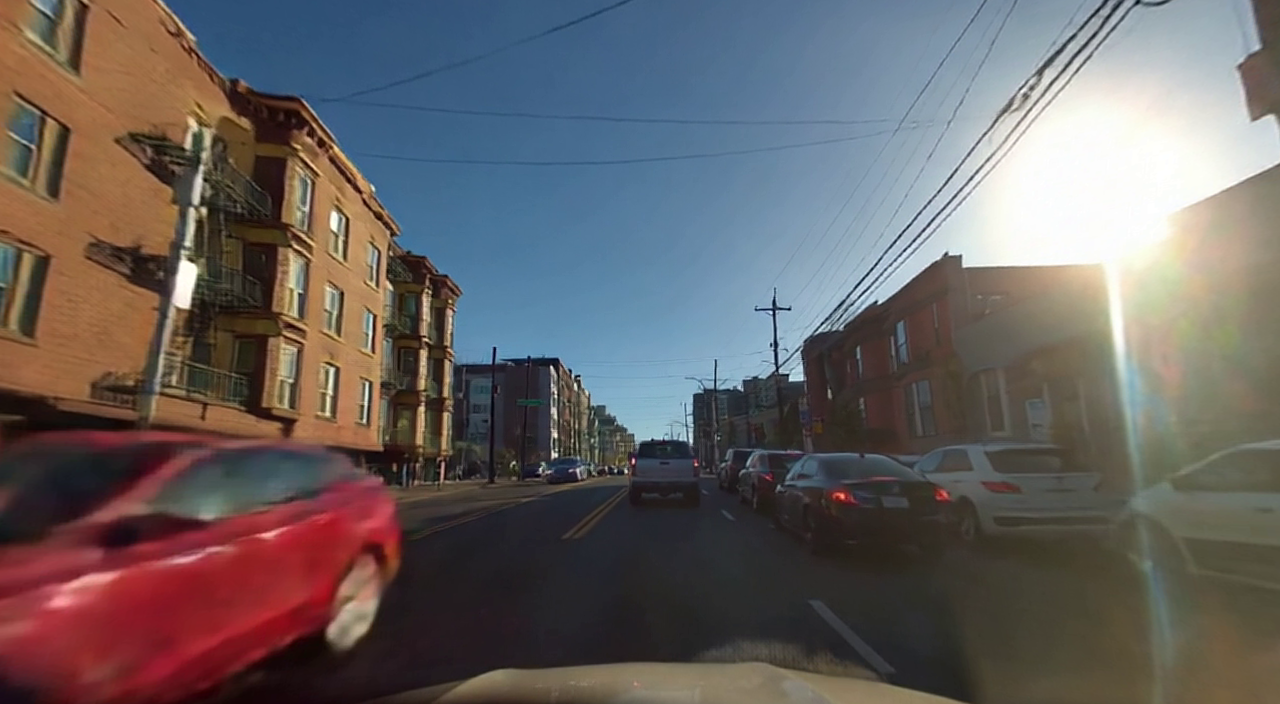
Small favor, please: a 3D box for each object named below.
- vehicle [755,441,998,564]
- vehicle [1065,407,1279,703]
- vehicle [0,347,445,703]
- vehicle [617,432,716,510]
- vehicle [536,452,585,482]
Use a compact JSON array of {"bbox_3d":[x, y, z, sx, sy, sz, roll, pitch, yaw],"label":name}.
[{"bbox_3d":[3.357,2.216,10.264,2.116,1.487,4.988,0,-8,1],"label":"vehicle"},{"bbox_3d":[2.862,0.697,0.493,2.029,1.460,4.451,0,-8,1],"label":"vehicle"},{"bbox_3d":[-2.808,1.046,3.351,2.023,1.646,4.282,-1,-8,2],"label":"vehicle"},{"bbox_3d":[0.635,3.005,16.368,2.232,1.736,4.036,0,-8,1],"label":"vehicle"},{"bbox_3d":[-4.353,6.361,35.157,1.966,1.470,4.528,-1,-8,3],"label":"vehicle"}]
